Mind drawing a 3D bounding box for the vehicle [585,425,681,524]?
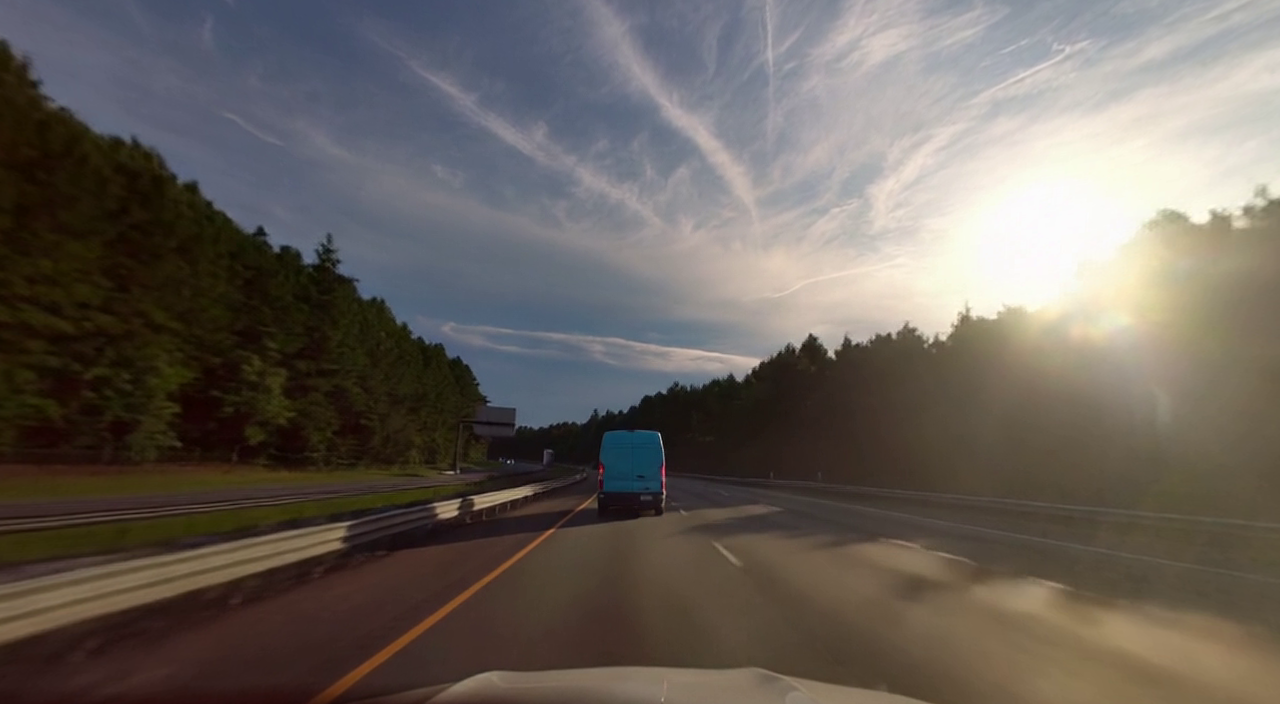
[{"bbox_3d":[-0.282,3.621,18.864,2.375,2.432,6.161,1,-10,-2],"label":"vehicle"}]
